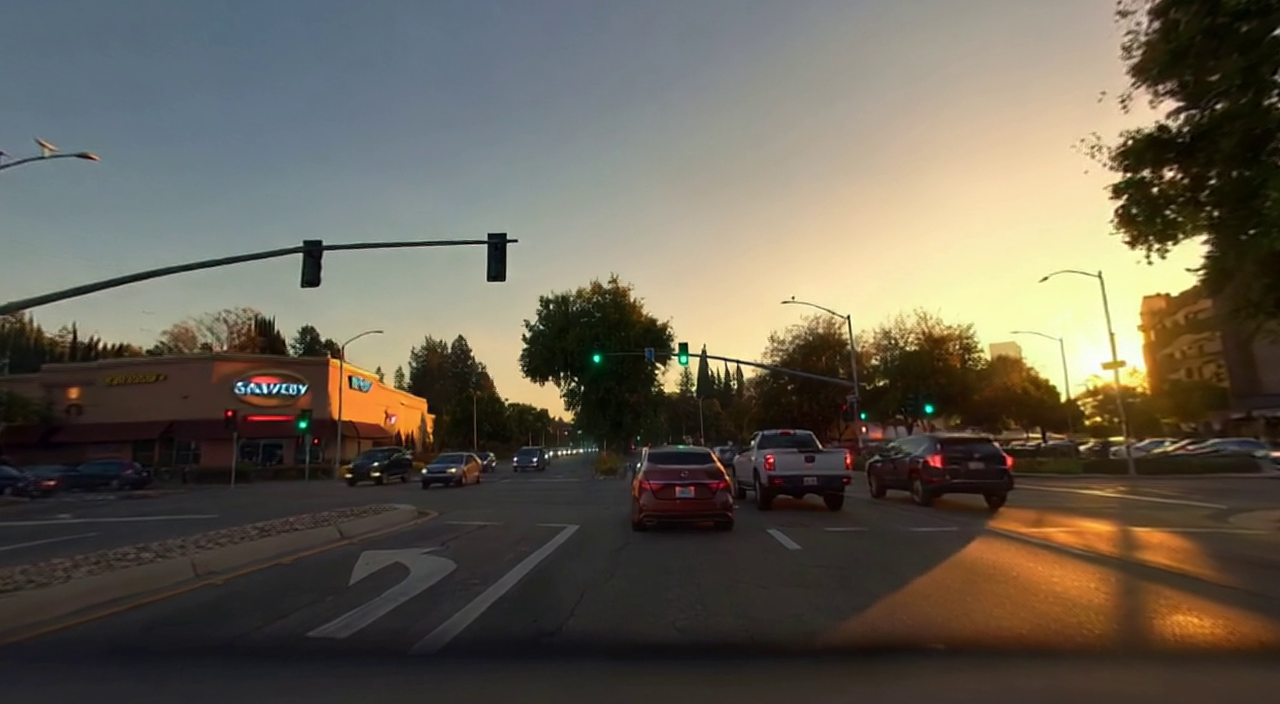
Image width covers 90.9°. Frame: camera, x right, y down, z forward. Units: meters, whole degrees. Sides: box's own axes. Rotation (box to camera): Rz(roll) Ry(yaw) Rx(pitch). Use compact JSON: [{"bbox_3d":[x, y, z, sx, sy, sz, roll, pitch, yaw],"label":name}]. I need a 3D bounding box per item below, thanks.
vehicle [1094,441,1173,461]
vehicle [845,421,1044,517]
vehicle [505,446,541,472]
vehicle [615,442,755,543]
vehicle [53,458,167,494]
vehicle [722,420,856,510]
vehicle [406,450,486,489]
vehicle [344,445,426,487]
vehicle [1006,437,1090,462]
[{"bbox_3d":[36.363,7.315,46.538,4.230,1.449,1.782,0,-8,1],"label":"vehicle"},{"bbox_3d":[7.299,2.870,16.026,2.323,2.009,5.266,0,-8,-1],"label":"vehicle"},{"bbox_3d":[-8.418,7.714,45.791,1.904,1.789,4.021,0,-8,-1],"label":"vehicle"},{"bbox_3d":[0.596,2.328,11.115,2.038,1.447,3.756,0,-8,-2],"label":"vehicle"},{"bbox_3d":[-29.047,6.783,34.625,4.789,1.828,2.025,-2,-9,11],"label":"vehicle"},{"bbox_3d":[3.868,3.059,17.590,2.358,2.116,5.328,0,-8,-1],"label":"vehicle"},{"bbox_3d":[-8.136,4.940,26.897,2.002,1.469,4.301,0,-8,0],"label":"vehicle"},{"bbox_3d":[-12.157,5.416,30.405,1.991,1.844,4.393,0,-8,2],"label":"vehicle"},{"bbox_3d":[31.403,7.536,48.653,4.885,1.883,2.107,0,-8,1],"label":"vehicle"}]
